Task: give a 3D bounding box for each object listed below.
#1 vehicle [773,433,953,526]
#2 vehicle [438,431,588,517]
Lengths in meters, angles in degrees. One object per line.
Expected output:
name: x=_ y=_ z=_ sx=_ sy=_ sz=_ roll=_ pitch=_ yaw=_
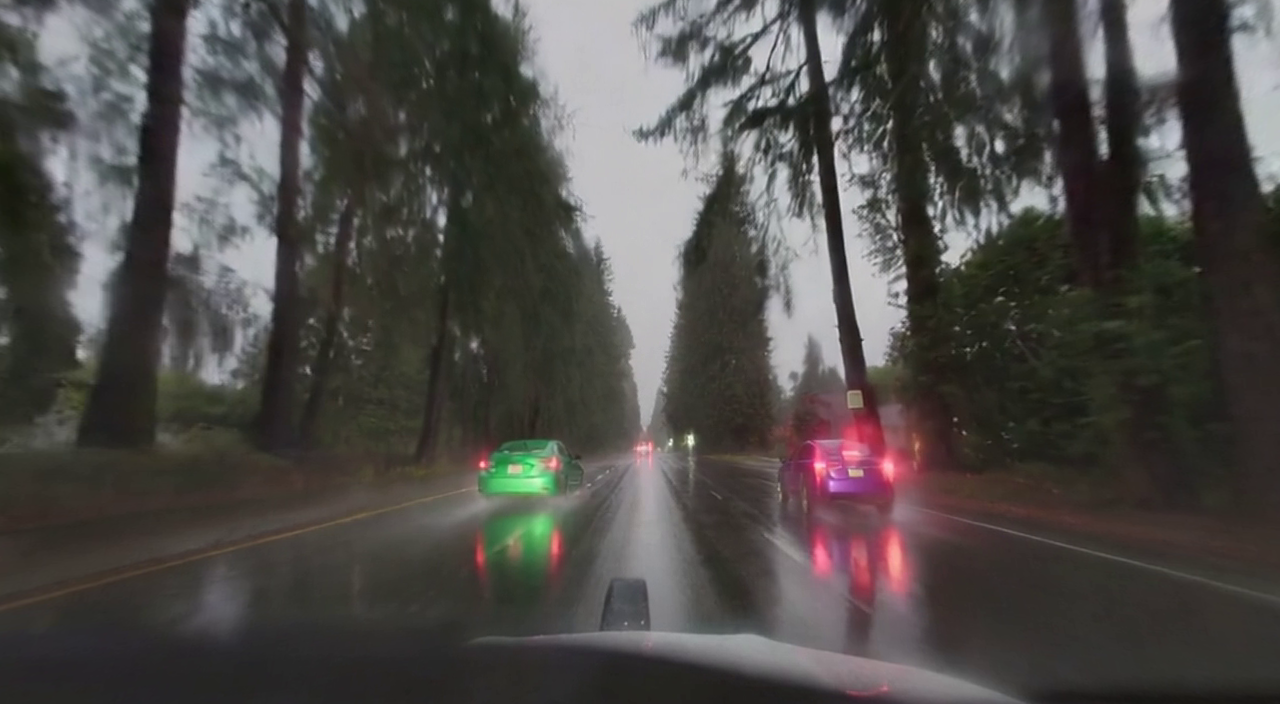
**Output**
vehicle: x=4.162 y=2.418 z=12.694 sx=1.943 sy=1.471 sz=4.515 roll=-1 pitch=-8 yaw=0
vehicle: x=-2.548 y=2.586 z=14.008 sx=2.206 sy=1.525 sz=4.695 roll=-1 pitch=-8 yaw=2
